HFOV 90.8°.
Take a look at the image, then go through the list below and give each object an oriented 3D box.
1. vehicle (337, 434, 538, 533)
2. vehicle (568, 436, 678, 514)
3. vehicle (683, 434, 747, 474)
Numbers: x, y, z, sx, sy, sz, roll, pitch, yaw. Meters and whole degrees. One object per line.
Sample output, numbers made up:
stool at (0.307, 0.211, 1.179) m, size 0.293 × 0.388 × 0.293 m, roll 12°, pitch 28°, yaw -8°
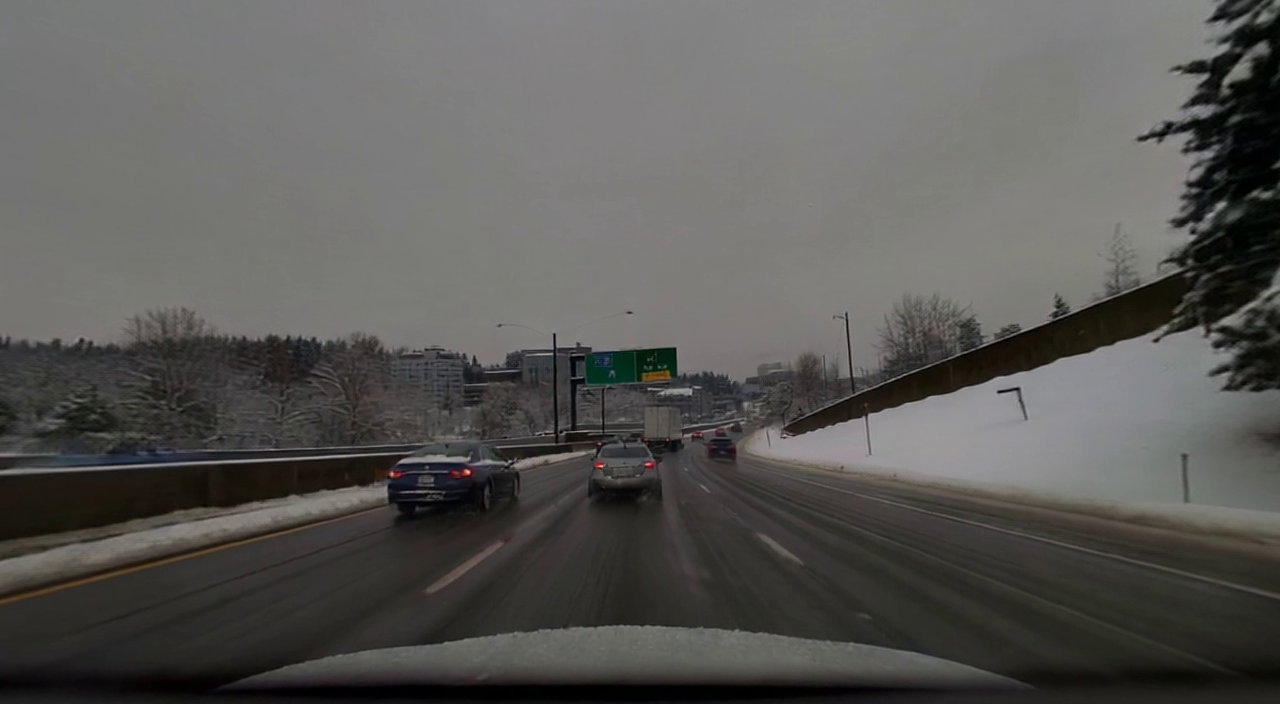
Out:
vehicle at (-3.516, 2.403, 12.220) m, size 2.130 × 1.474 × 5.027 m, roll -1°, pitch -9°, yaw 1°
vehicle at (-0.296, 2.684, 14.237) m, size 2.136 × 1.470 × 3.971 m, roll -1°, pitch -9°, yaw 1°
vehicle at (3.324, 4.652, 28.923) m, size 2.166 × 1.666 × 4.618 m, roll 0°, pitch -9°, yaw -2°
